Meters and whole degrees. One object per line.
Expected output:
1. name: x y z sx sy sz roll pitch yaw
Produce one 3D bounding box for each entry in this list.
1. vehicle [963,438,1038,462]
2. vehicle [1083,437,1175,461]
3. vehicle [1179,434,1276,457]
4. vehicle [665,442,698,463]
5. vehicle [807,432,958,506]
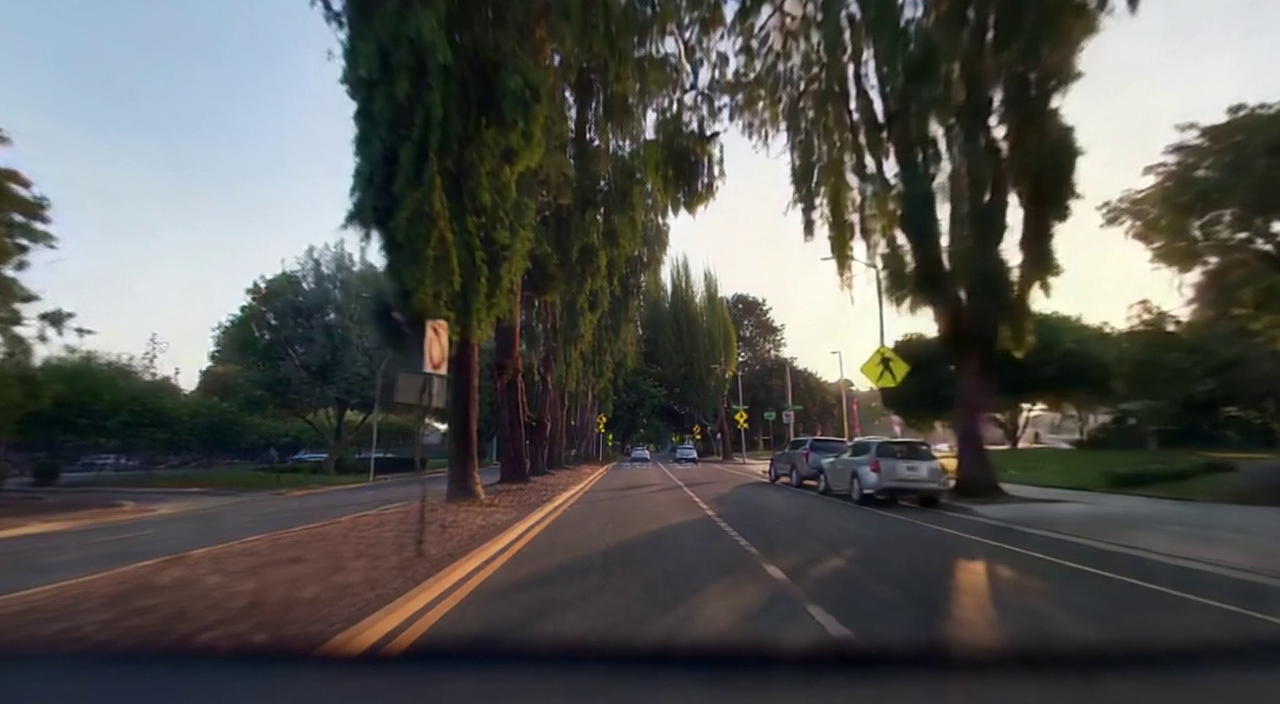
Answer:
1. vehicle: 24.175 6.589 42.426 3.898 1.540 1.803 0 -9 1
2. vehicle: 32.937 6.540 42.622 4.544 1.443 1.914 -1 -7 2
3. vehicle: 39.658 6.324 42.701 4.648 1.456 1.864 -1 -9 -1
4. vehicle: 3.058 7.562 47.528 2.142 1.501 4.273 0 -8 -1
5. vehicle: 6.431 3.152 17.565 2.040 1.710 5.200 0 -8 -1
